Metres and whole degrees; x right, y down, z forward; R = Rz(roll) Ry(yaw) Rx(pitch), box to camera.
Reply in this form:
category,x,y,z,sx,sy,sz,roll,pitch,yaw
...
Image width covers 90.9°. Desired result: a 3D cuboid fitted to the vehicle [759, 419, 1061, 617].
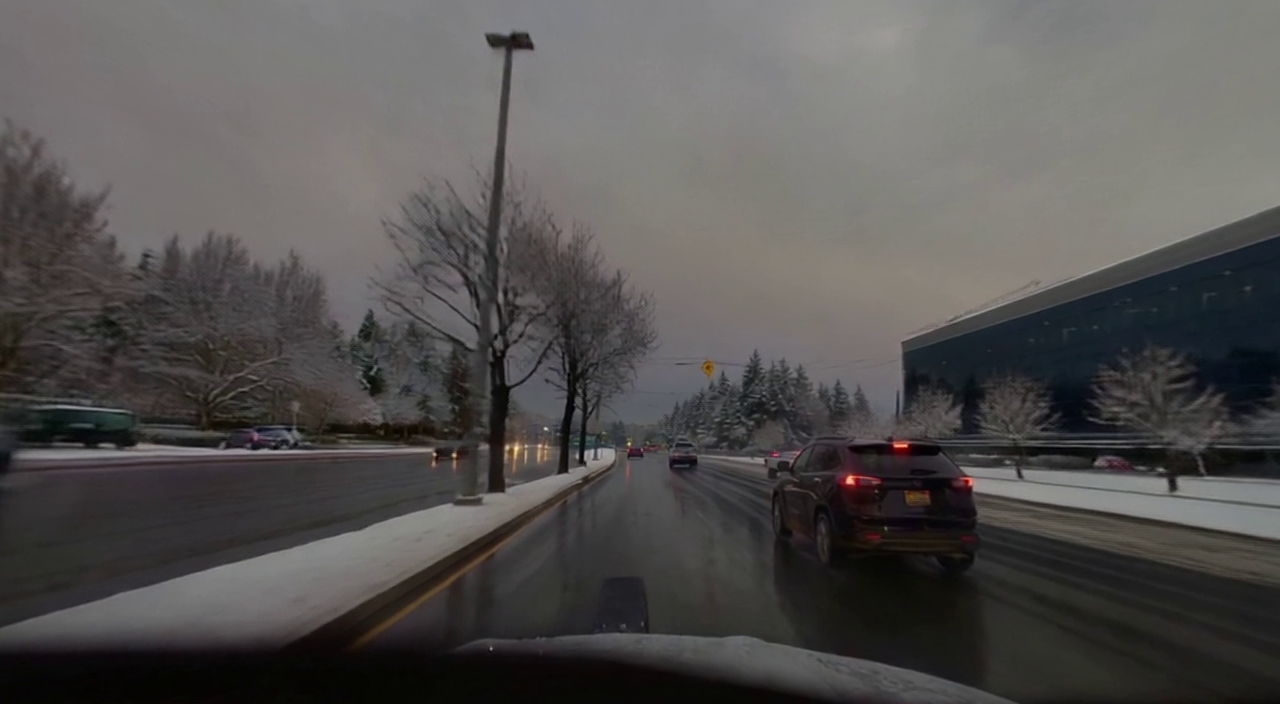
category,x,y,z,sx,sy,sz,roll,pitch,yaw
vehicle,2.777,1.752,7.579,1.901,1.634,3.896,3,-8,0

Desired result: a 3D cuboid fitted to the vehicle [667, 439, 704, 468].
category,x,y,z,sx,sy,sz,roll,pitch,yaw
vehicle,3.127,7.102,44.218,2.154,1.844,4.634,2,-8,-1

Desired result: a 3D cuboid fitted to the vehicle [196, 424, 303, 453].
category,x,y,z,sx,sy,sz,roll,pitch,yaw
vehicle,-27.116,6.042,43.899,6.055,1.910,2.113,-1,-8,0

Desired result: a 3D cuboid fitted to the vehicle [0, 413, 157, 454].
category,x,y,z,sx,sy,sz,roll,pitch,yaw
vehicle,-27.492,3.951,30.444,6.220,1.825,2.361,0,-8,-1

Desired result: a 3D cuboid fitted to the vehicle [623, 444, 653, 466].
category,x,y,z,sx,sy,sz,roll,pitch,yaw
vehicle,-0.147,7.211,44.268,1.991,1.477,3.814,0,-8,-1
